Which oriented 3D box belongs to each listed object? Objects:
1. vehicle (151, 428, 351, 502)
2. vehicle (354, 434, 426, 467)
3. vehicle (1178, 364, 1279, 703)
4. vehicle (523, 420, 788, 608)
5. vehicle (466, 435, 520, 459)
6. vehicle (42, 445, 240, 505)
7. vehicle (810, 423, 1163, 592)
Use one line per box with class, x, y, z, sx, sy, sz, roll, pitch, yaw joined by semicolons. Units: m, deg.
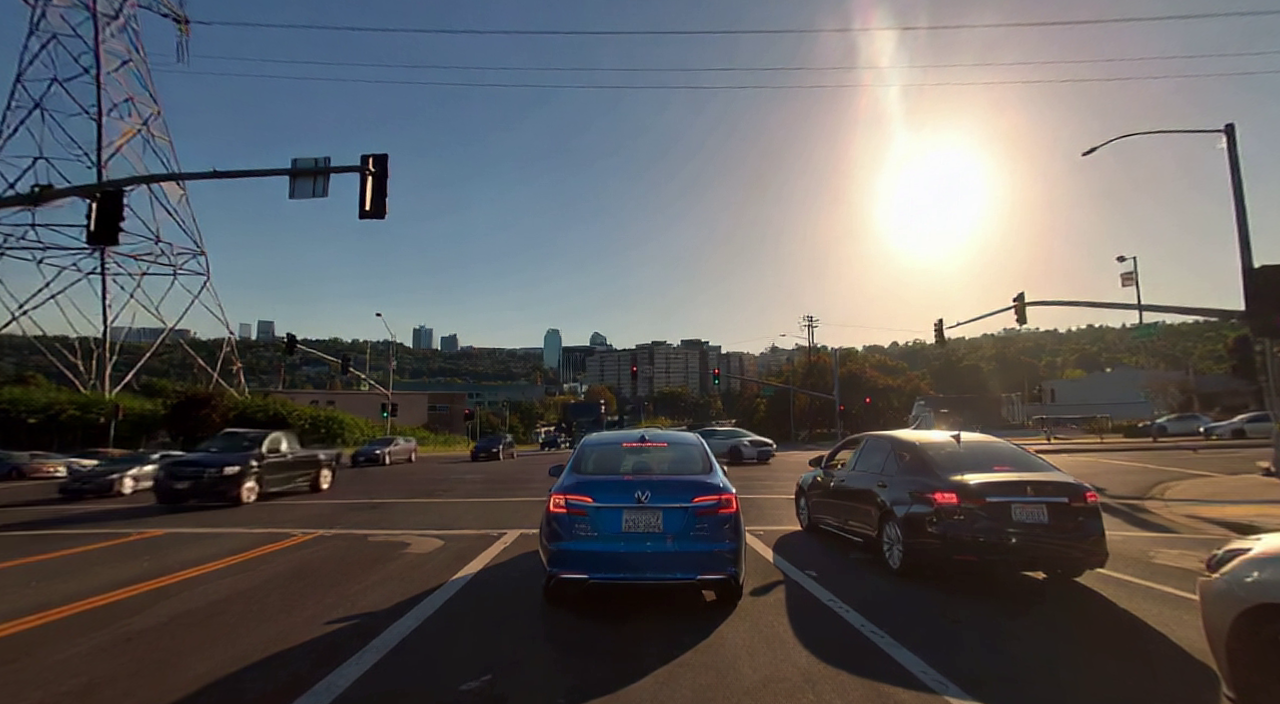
vehicle;-10.332;3.030;17.390;2.239;1.719;4.948;-1;-8;1
vehicle;-14.022;5.562;35.671;1.955;1.694;4.625;-1;-8;3
vehicle;3.406;0.591;0.628;1.926;1.614;4.330;0;-8;1
vehicle;0.108;1.598;7.128;2.117;1.474;4.036;0;-8;0
vehicle;-9.309;6.089;40.408;1.992;1.480;4.743;-1;-9;4
vehicle;-14.129;3.463;18.303;1.982;1.469;4.583;0;-8;0
vehicle;3.648;1.685;7.723;1.835;1.473;4.190;0;-8;-2
